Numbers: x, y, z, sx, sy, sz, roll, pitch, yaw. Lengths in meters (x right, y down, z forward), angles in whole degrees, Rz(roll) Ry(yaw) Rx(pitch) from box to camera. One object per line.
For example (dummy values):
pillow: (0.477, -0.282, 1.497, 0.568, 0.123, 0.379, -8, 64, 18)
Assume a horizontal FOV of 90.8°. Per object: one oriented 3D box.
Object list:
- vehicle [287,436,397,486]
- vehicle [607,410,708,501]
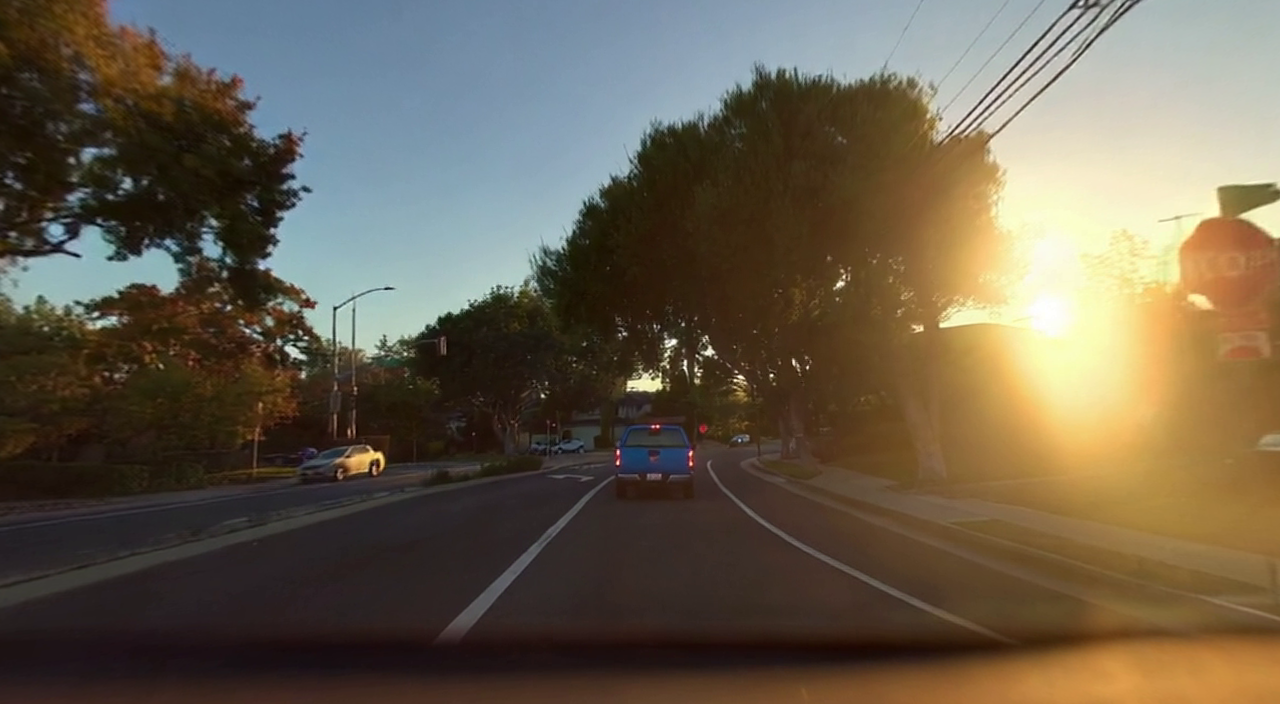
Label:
vehicle: (-12.586, 4.575, 27.106, 2.053, 1.822, 4.852, -2, -7, 5)
vehicle: (0.477, 2.589, 16.060, 2.153, 1.942, 4.767, 0, -8, 2)
